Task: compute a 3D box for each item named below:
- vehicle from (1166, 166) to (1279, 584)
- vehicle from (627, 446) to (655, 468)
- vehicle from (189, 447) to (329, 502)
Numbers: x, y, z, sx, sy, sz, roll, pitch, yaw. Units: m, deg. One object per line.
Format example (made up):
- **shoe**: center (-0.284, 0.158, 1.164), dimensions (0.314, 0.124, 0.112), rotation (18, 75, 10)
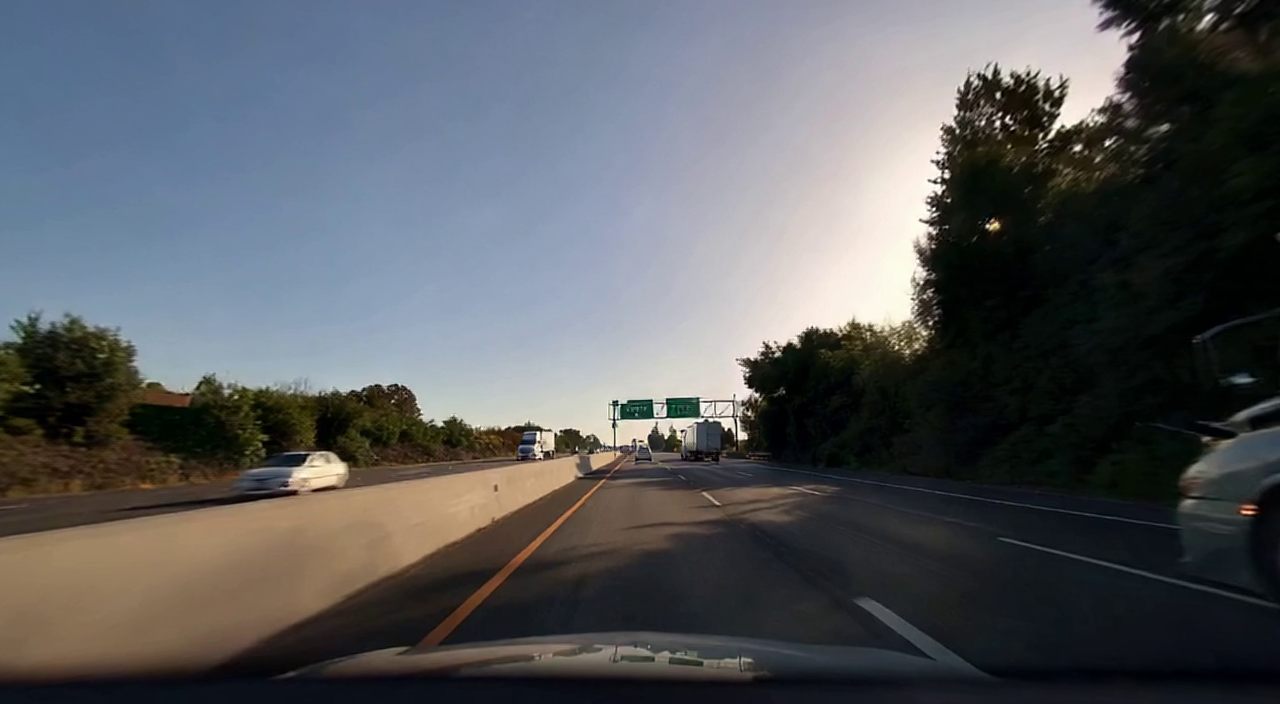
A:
- **vehicle**: center (7.736, 0.051, 5.050), dimensions (3.060, 3.998, 4.113), rotation (0, -9, 0)
- **vehicle**: center (0.093, 7.965, 47.926), dimensions (2.024, 1.579, 3.707), rotation (-1, -9, 0)
- **vehicle**: center (-11.932, 3.825, 20.066), dimensions (1.872, 1.511, 4.144), rotation (-1, -9, 0)
